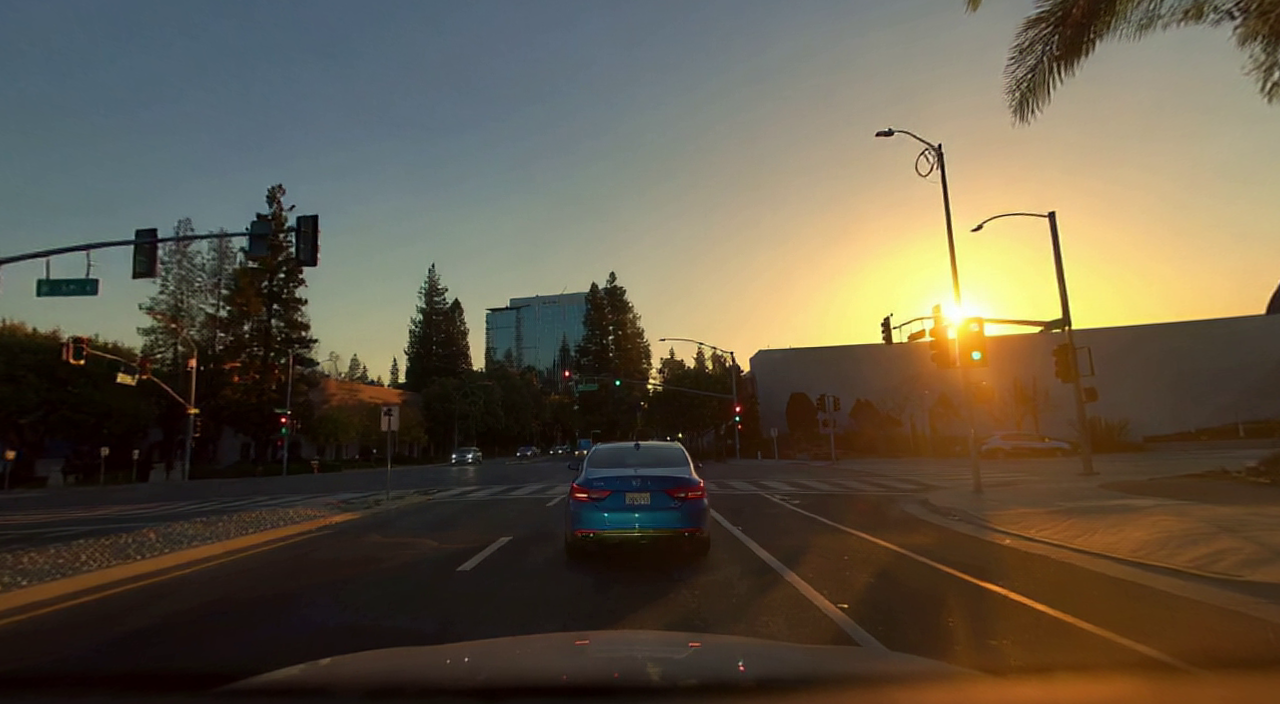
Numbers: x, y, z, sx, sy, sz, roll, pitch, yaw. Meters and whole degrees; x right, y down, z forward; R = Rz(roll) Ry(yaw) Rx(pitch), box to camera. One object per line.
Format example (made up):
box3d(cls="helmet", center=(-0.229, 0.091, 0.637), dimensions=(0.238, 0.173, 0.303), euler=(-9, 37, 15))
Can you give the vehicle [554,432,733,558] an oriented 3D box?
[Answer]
box3d(cls="vehicle", center=(0.008, 1.993, 9.511), dimensions=(2.107, 1.470, 3.974), euler=(0, -9, -1))
